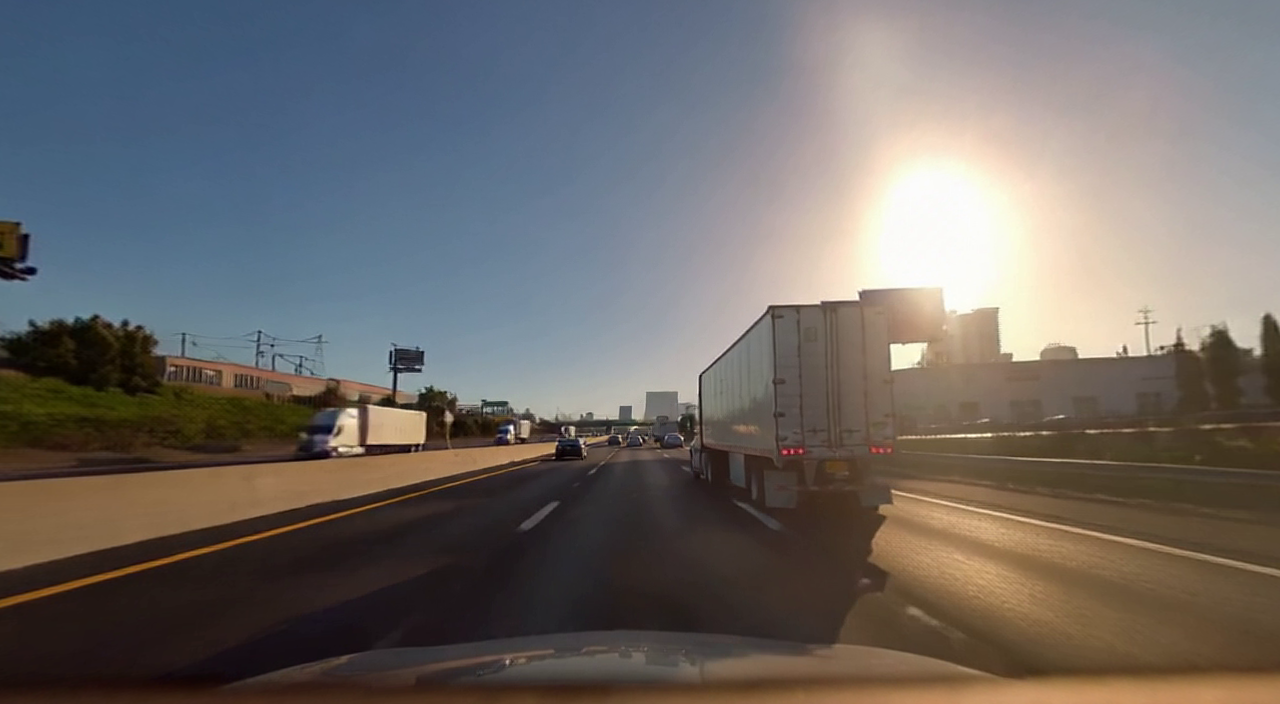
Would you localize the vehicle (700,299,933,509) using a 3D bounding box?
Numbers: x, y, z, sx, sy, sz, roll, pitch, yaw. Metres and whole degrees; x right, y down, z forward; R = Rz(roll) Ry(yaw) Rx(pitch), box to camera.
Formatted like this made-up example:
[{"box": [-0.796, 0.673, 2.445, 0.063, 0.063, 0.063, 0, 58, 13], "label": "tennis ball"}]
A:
[{"box": [3.705, 1.651, 17.081, 2.871, 3.815, 11.331, 0, -8, -1], "label": "vehicle"}]

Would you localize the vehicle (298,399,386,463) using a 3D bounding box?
[{"box": [-20.226, 5.440, 43.203, 2.922, 4.023, 6.171, 0, -8, 0], "label": "vehicle"}]

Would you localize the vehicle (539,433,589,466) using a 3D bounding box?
[{"box": [-3.563, 4.626, 30.153, 1.930, 1.484, 3.849, 0, -8, -1], "label": "vehicle"}]
